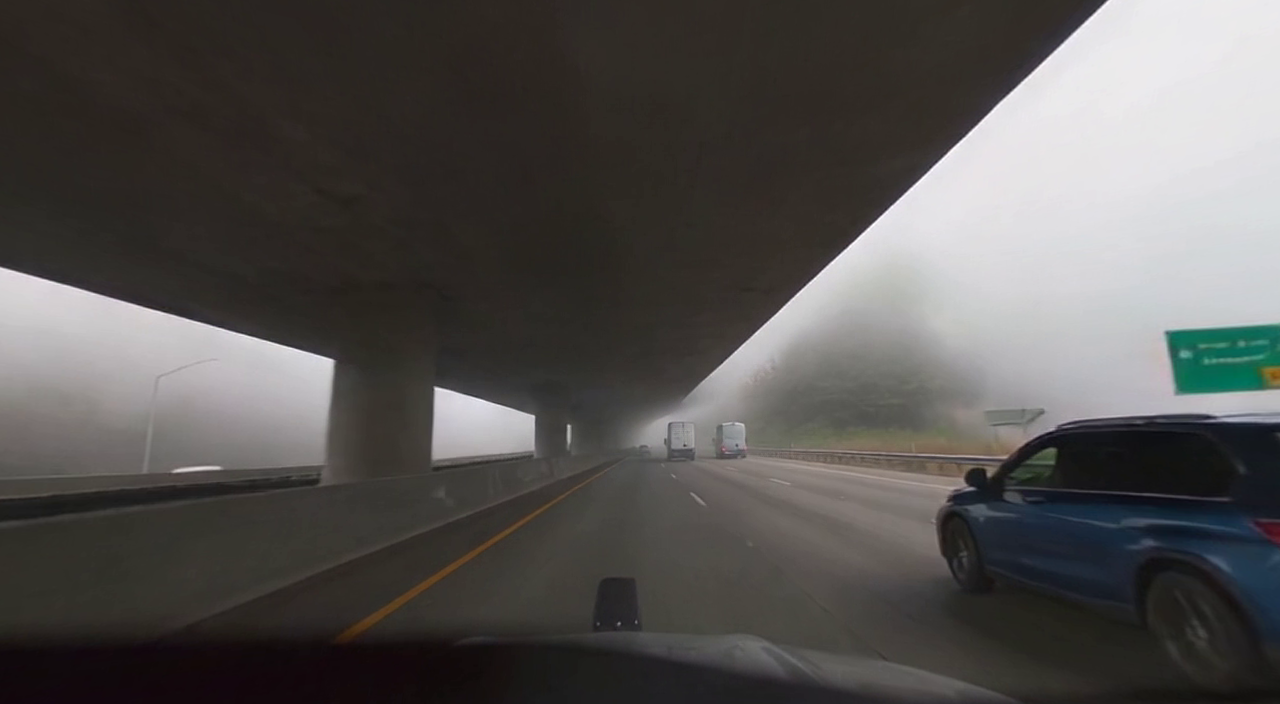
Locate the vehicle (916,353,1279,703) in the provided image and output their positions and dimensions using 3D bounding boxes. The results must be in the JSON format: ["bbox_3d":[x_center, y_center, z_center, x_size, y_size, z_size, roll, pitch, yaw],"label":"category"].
[{"bbox_3d":[4.004,1.065,4.309,2.148,1.691,4.443,0,-9,-1],"label":"vehicle"}]
